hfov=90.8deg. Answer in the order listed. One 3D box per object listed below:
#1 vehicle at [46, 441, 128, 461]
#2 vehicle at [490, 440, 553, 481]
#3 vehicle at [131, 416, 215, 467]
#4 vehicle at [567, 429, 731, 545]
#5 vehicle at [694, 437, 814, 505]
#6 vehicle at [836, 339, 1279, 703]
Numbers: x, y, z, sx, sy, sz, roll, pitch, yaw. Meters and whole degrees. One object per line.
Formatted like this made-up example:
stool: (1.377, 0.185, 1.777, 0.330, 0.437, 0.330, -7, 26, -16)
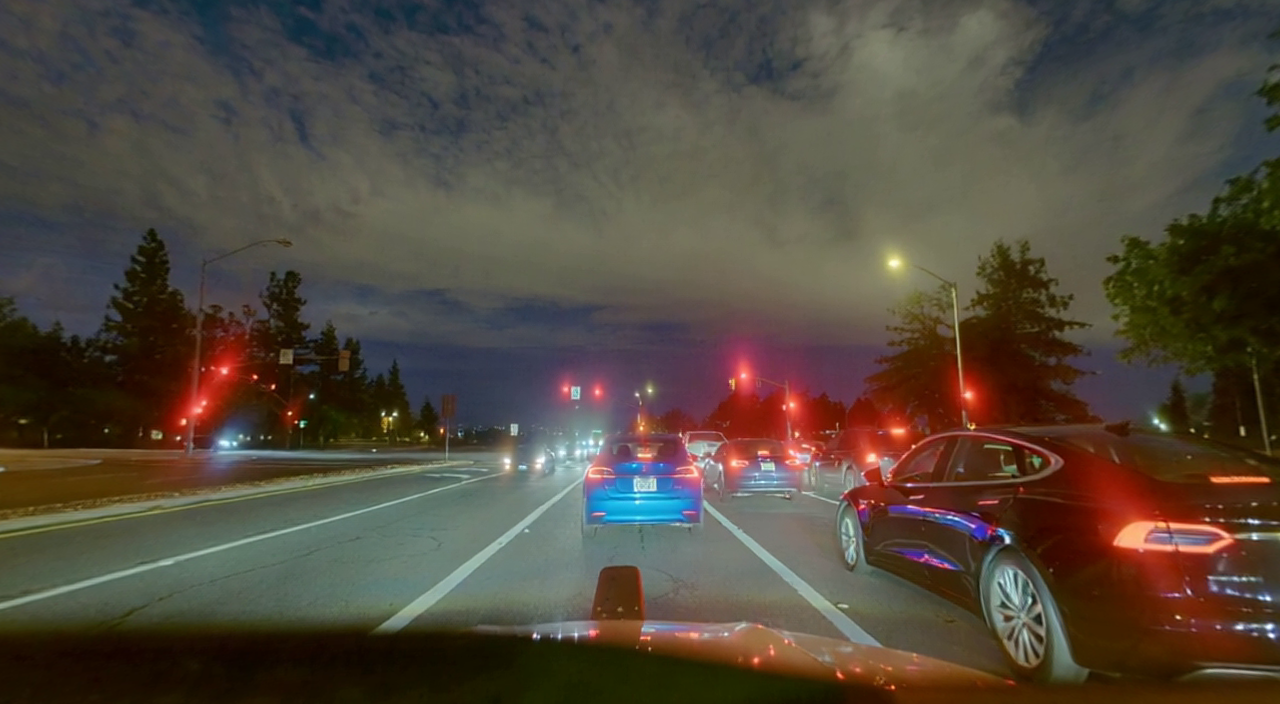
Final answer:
vehicle: (-42.149, 7.538, 48.217, 4.418, 1.415, 1.941, 0, -8, -2)
vehicle: (-4.634, 4.283, 25.258, 1.972, 1.457, 4.171, 0, -8, -4)
vehicle: (-29.263, 5.615, 39.706, 2.608, 2.990, 3.026, 2, -8, 3)
vehicle: (0.031, 2.088, 10.485, 2.147, 1.499, 4.240, 0, -8, -2)
vehicle: (2.699, 2.933, 16.042, 2.058, 1.466, 4.208, 0, -8, -3)
vehicle: (3.186, 1.111, 4.301, 2.167, 1.676, 4.443, 0, -8, -1)
